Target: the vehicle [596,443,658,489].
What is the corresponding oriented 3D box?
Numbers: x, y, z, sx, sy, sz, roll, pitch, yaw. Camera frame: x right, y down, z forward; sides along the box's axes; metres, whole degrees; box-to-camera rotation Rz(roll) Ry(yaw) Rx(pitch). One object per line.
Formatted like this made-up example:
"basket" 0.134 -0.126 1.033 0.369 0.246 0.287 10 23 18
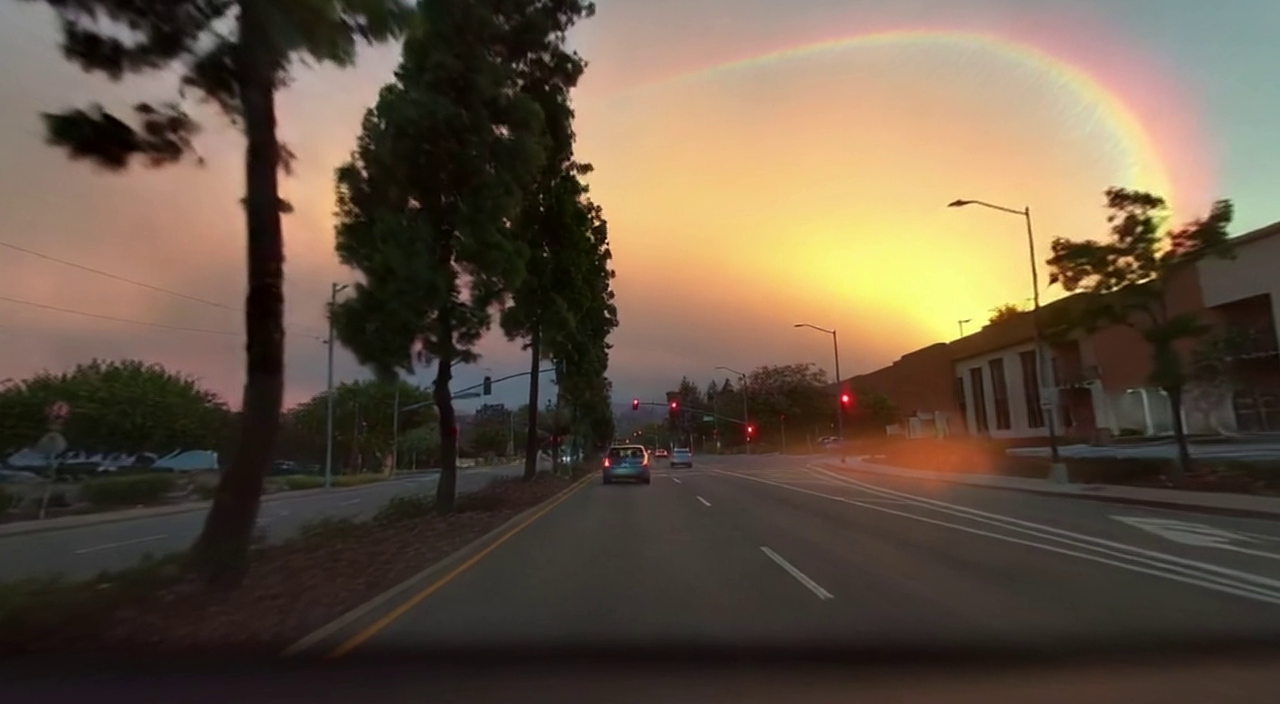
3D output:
"vehicle" -0.470 4.388 24.639 2.181 1.639 4.127 0 -9 0
